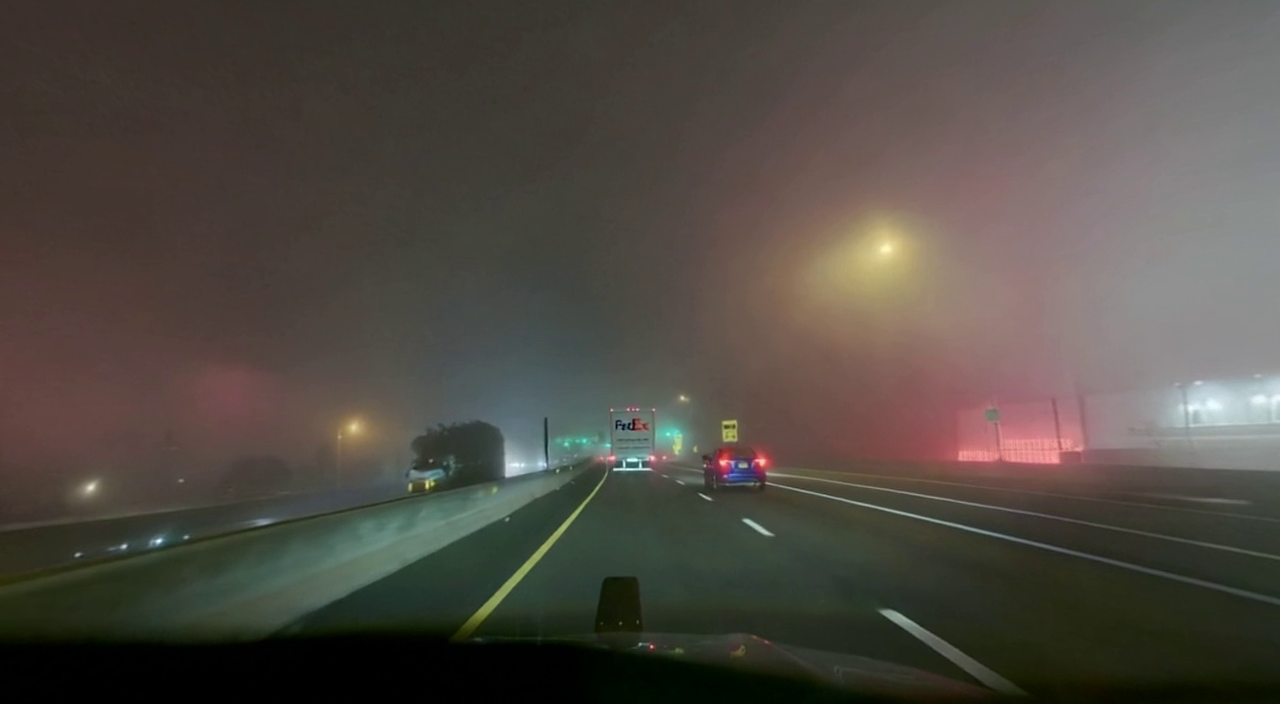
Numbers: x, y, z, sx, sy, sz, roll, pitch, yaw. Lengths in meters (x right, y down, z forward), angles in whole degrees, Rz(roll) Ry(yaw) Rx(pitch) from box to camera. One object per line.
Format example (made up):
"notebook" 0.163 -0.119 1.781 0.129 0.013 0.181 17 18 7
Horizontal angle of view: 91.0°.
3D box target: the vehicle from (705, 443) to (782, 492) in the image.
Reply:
"vehicle" 3.522 4.023 22.245 1.966 1.558 4.238 0 -9 -1

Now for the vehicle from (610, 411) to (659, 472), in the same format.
"vehicle" -0.516 6.930 48.342 3.243 4.134 11.656 0 -9 -1
